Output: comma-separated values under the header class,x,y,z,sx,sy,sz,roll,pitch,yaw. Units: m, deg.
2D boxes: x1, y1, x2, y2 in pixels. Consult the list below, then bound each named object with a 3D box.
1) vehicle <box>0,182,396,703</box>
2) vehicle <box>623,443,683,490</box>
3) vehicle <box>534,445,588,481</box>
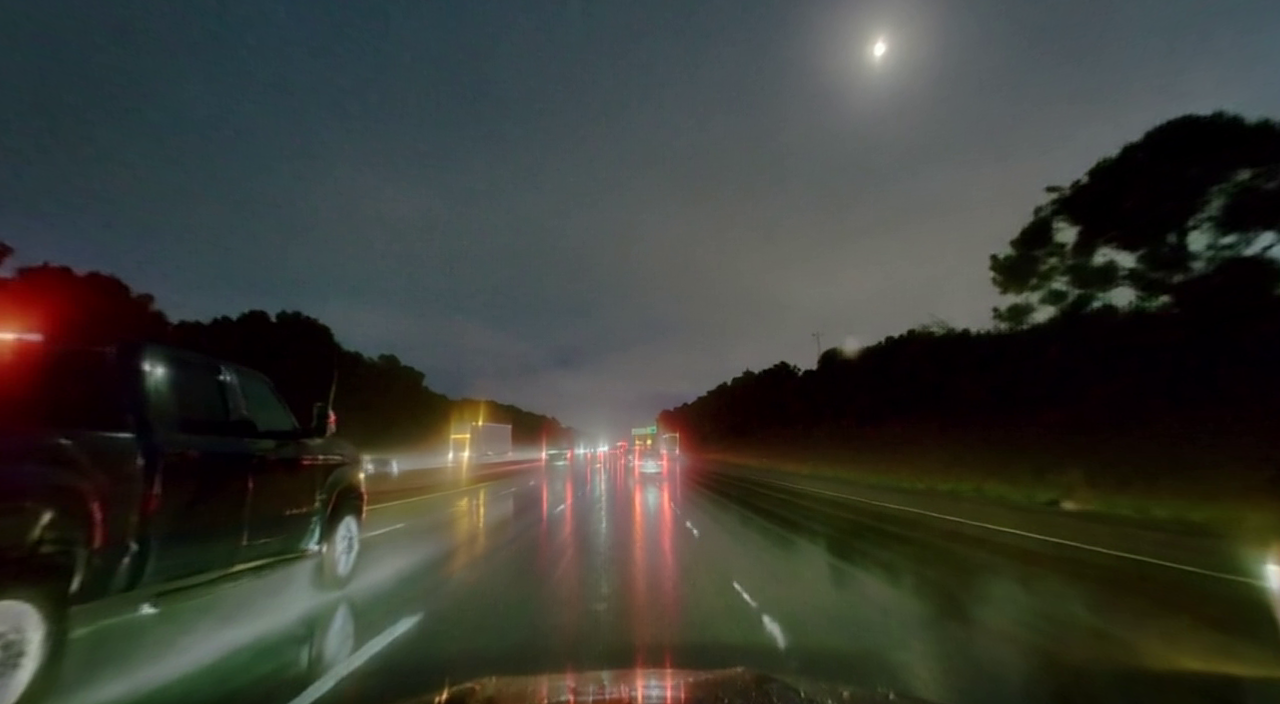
class,x,y,z,sx,sy,sz,roll,pitch,yaw
vehicle,-4.031,0.718,4.011,2.523,2.458,6.022,0,-9,-1
vehicle,0.424,4.200,23.290,2.015,1.526,4.286,0,-9,-1
vehicle,-3.644,5.184,29.560,1.940,1.502,4.463,0,-9,1
